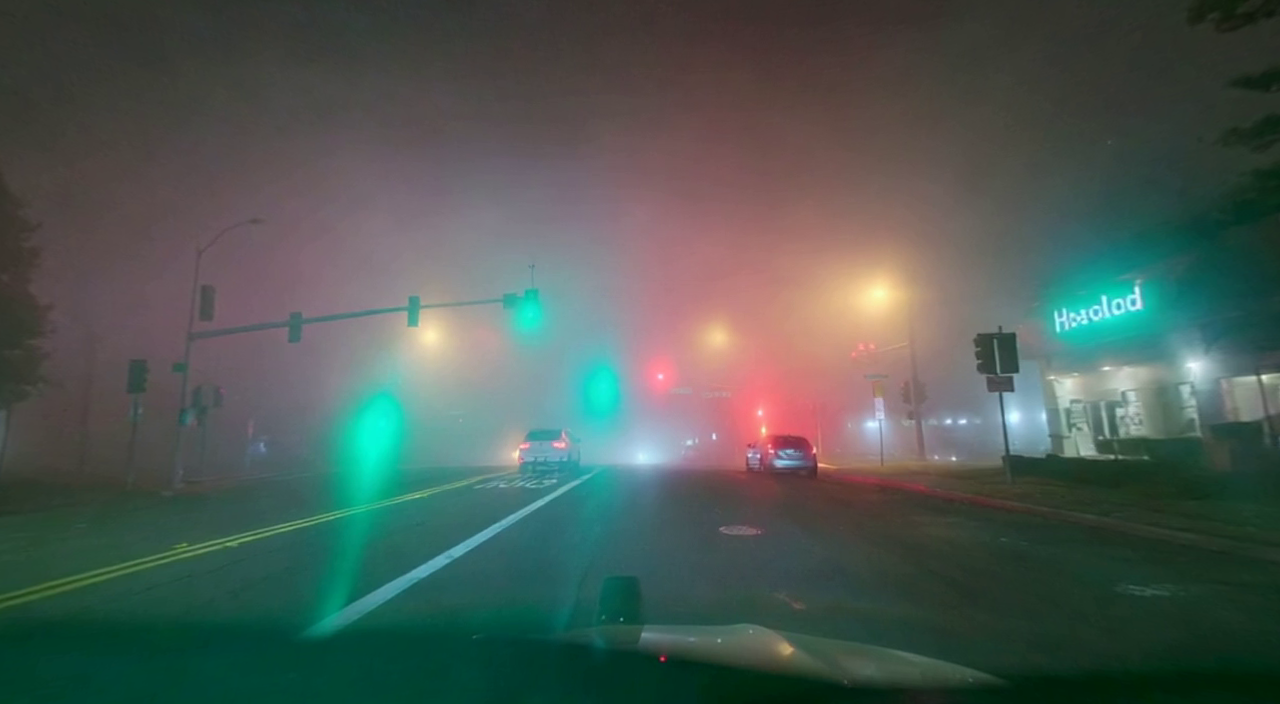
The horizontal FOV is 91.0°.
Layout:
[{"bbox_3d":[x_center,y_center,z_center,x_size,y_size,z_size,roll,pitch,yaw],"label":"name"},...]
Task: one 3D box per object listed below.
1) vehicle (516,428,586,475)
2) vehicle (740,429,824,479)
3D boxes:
[{"bbox_3d":[-3.300,3.786,24.121,1.947,1.627,4.248,0,-9,1],"label":"vehicle"},{"bbox_3d":[5.033,3.703,23.054,2.039,1.655,4.495,0,-9,0],"label":"vehicle"}]
